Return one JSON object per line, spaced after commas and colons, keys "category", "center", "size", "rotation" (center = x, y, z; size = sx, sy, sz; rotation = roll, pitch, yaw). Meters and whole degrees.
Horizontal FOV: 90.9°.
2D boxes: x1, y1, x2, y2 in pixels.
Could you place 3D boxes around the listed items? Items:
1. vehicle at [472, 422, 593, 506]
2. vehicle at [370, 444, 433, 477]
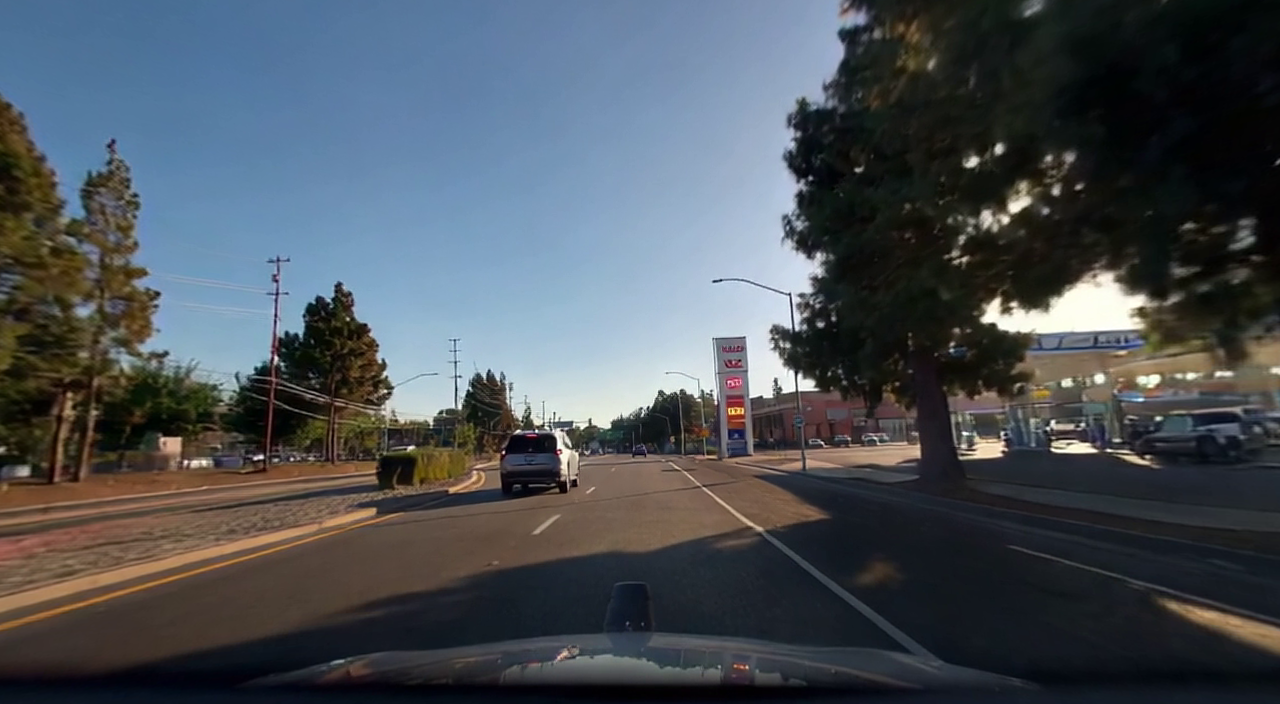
{"category": "vehicle", "center": [-2.556, 2.827, 16.401], "size": [2.190, 1.844, 4.751], "rotation": [0, -8, 2]}
{"category": "vehicle", "center": [-13.156, 5.991, 35.030], "size": [1.825, 1.705, 4.234], "rotation": [0, -8, 0]}
